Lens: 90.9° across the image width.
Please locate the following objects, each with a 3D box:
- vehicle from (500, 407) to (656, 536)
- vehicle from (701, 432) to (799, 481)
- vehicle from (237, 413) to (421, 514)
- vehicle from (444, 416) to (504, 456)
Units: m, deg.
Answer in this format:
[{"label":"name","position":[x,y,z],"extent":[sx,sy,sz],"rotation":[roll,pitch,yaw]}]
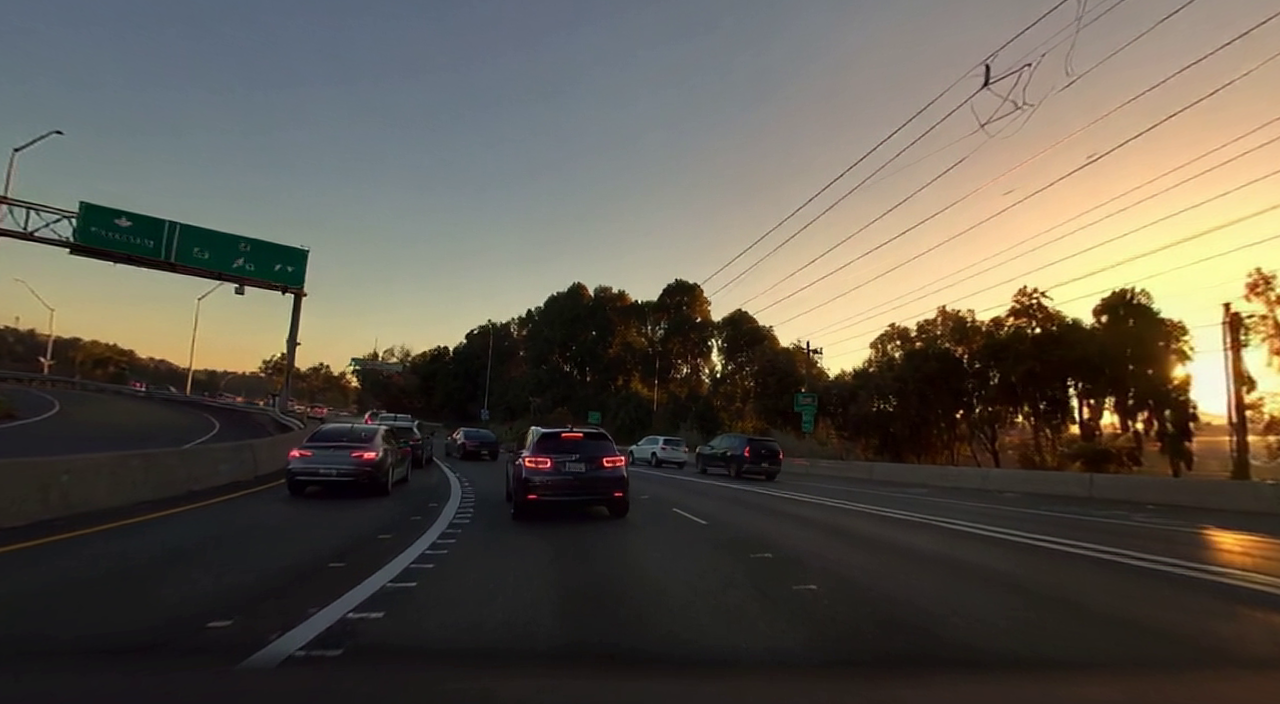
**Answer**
[{"label":"vehicle","position":[-1.283,1.952,10.871],"extent":[2.140,1.724,4.304],"rotation":[2,-9,-12]},{"label":"vehicle","position":[4.410,4.297,26.129],"extent":[2.079,1.807,4.682],"rotation":[2,-9,-17]},{"label":"vehicle","position":[-5.561,2.050,12.026],"extent":[2.033,1.501,4.623],"rotation":[2,-9,-12]},{"label":"vehicle","position":[-8.283,4.193,31.153],"extent":[2.042,1.817,4.650],"rotation":[4,-9,-24]}]
